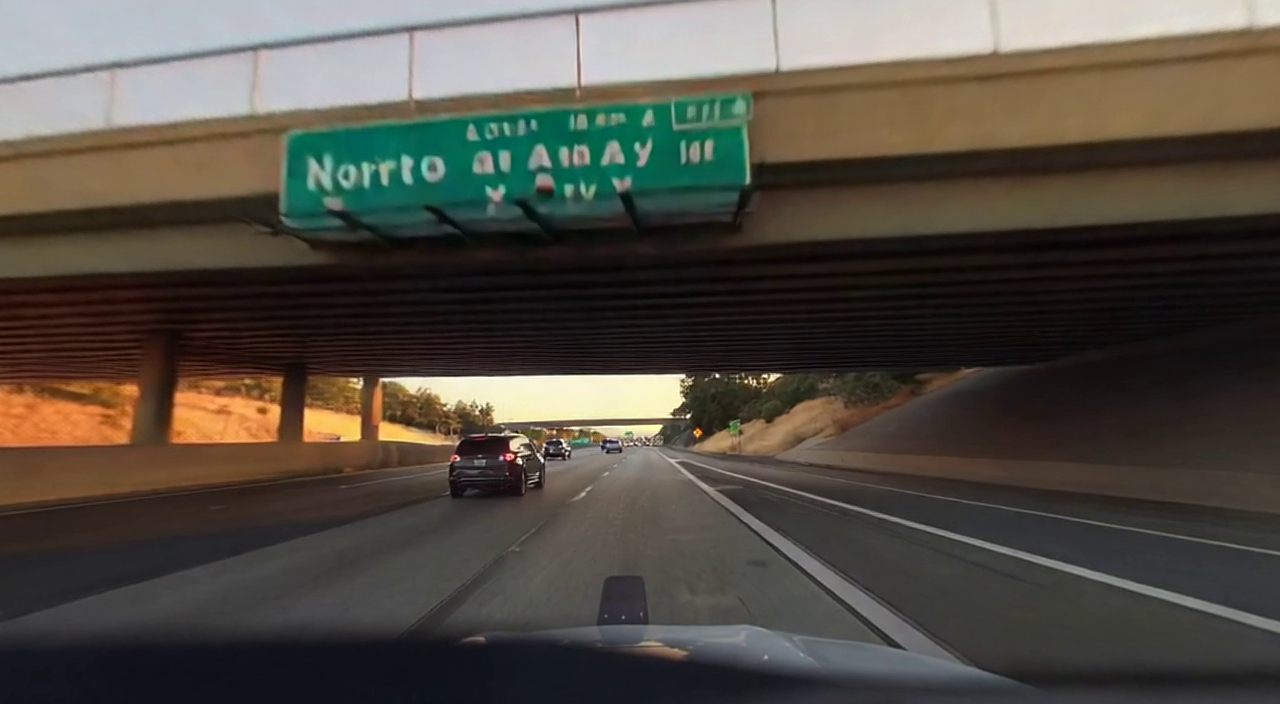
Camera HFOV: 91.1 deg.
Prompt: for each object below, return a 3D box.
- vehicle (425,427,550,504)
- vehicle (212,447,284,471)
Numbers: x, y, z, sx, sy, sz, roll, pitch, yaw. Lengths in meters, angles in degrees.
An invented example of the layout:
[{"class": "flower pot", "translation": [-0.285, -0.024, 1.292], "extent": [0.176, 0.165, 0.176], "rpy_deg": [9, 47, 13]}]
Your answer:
[{"class": "vehicle", "translation": [-3.710, 2.860, 16.234], "extent": [2.048, 1.705, 4.384], "rpy_deg": [0, -8, 1]}, {"class": "vehicle", "translation": [-25.319, 6.909, 40.734], "extent": [1.825, 1.430, 4.256], "rpy_deg": [0, -8, 2]}]
